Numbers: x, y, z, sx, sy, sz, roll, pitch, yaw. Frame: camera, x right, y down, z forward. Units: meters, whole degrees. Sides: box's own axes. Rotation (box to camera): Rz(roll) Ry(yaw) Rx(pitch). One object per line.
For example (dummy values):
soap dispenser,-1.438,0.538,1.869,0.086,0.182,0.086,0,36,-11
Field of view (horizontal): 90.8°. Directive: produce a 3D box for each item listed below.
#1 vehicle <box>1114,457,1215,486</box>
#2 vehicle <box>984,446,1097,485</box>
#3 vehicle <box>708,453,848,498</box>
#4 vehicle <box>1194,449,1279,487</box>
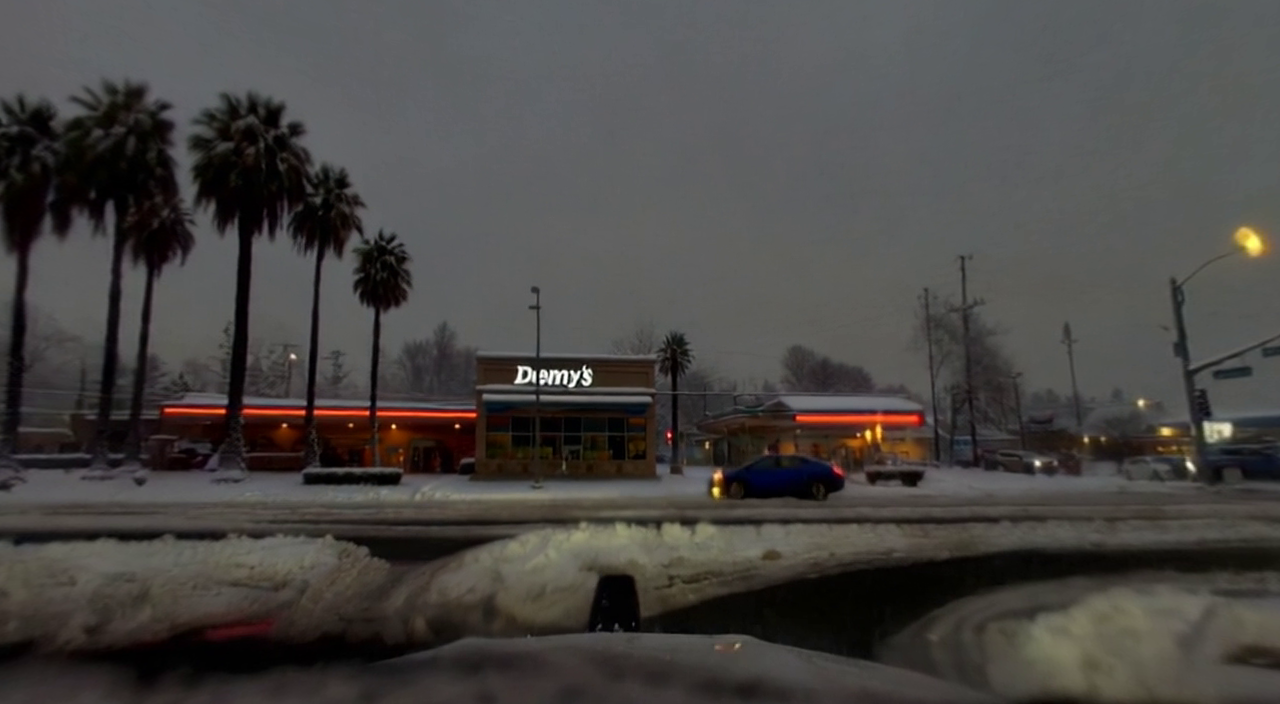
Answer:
vehicle,31.740,7.217,38.422,2.074,1.480,4.369,1,-8,-6
vehicle,22.086,6.245,34.932,4.880,1.754,2.202,-1,-5,-6
vehicle,4.919,4.454,22.932,4.570,1.480,1.873,0,-8,-4
vehicle,34.933,6.409,35.219,2.490,1.958,5.823,1,-8,-5
